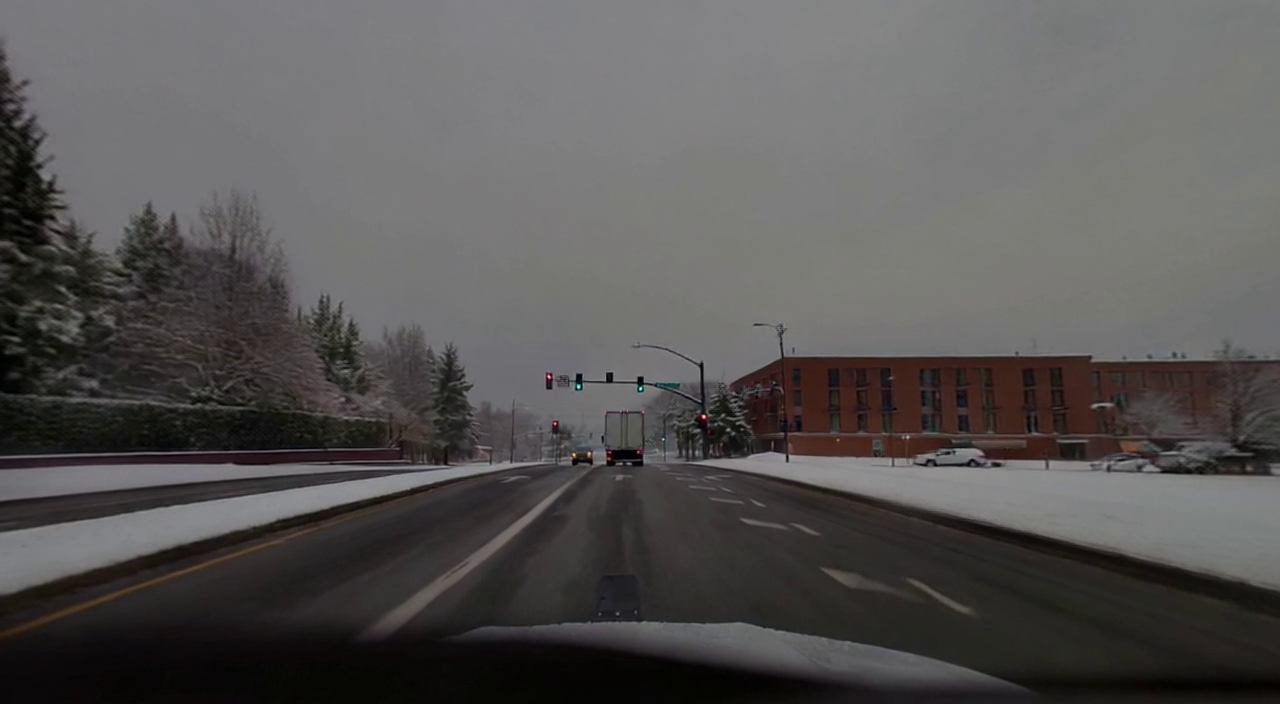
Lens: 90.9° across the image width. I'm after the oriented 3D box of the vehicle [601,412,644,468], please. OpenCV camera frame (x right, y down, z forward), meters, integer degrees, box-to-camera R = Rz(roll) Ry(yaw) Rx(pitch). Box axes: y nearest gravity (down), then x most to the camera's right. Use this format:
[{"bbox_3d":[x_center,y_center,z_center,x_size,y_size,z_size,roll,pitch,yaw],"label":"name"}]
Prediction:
[{"bbox_3d":[-1.325,6.482,46.799,2.876,3.724,9.351,0,-7,-2],"label":"vehicle"}]
